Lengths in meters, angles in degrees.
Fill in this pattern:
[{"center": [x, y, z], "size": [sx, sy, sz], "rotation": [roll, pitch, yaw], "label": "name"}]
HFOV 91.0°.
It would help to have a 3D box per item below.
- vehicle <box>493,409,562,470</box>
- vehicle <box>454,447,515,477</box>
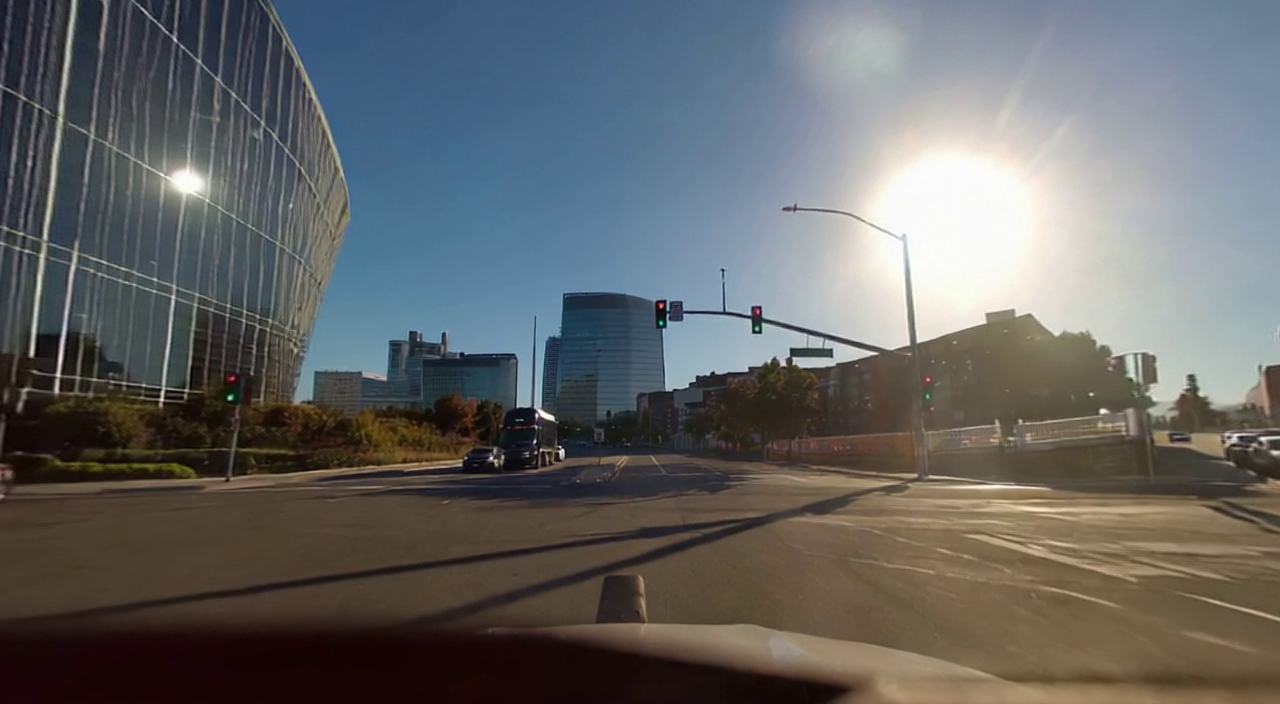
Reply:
[{"center": [-7.987, 6.530, 46.563], "size": [3.109, 3.888, 11.000], "rotation": [1, -9, 0], "label": "vehicle"}, {"center": [-8.496, 6.039, 34.870], "size": [2.113, 1.535, 4.504], "rotation": [0, -9, 1], "label": "vehicle"}]
